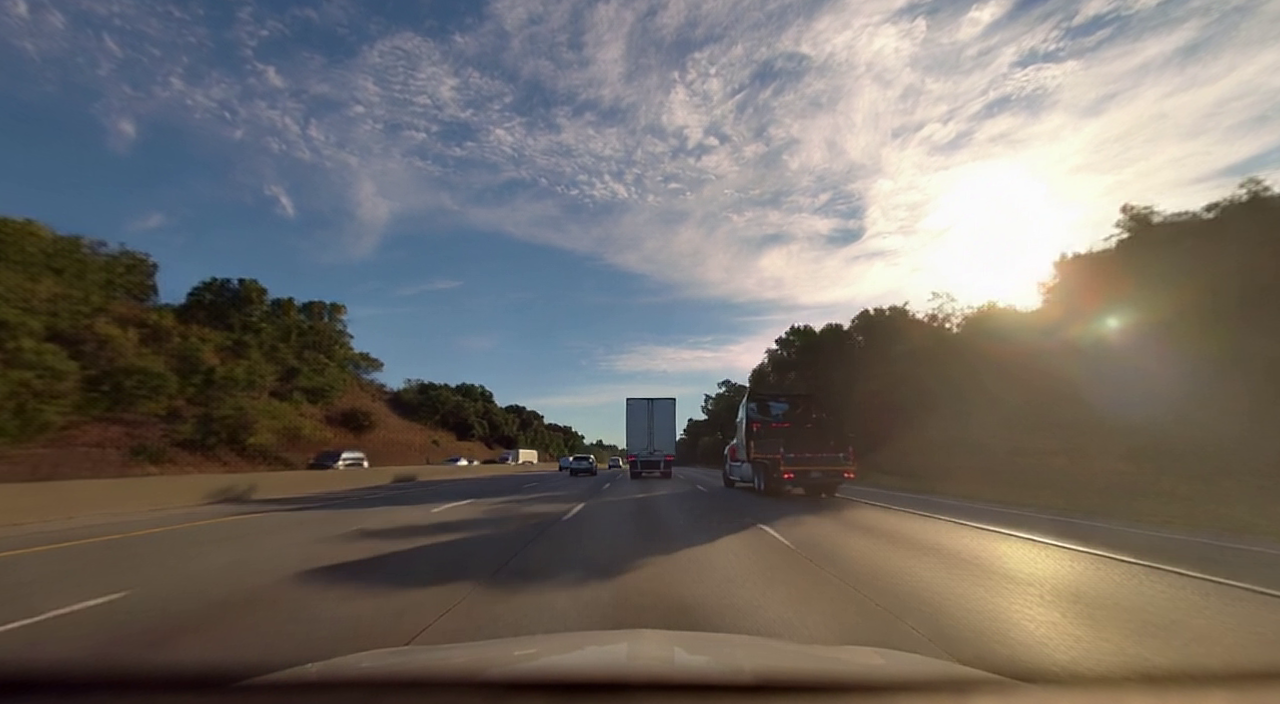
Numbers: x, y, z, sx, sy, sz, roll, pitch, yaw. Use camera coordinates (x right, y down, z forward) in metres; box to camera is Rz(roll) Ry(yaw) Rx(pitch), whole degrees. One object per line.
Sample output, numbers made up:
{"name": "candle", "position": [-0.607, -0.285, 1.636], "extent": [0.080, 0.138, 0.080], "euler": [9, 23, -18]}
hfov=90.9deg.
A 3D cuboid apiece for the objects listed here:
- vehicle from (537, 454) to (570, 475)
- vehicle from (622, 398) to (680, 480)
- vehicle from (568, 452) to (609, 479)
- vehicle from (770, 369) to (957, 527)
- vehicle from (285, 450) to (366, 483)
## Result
{"name": "vehicle", "position": [-6.753, 8.819, 49.588], "extent": [1.926, 1.482, 3.959], "euler": [0, -9, 1]}
{"name": "vehicle", "position": [0.531, 5.289, 37.501], "extent": [2.875, 4.056, 12.312], "euler": [0, -9, 0]}
{"name": "vehicle", "position": [-3.072, 6.873, 38.433], "extent": [2.061, 1.555, 3.900], "euler": [0, -9, 1]}
{"name": "vehicle", "position": [4.545, 2.065, 13.683], "extent": [2.565, 2.902, 3.798], "euler": [0, -9, 0]}
{"name": "vehicle", "position": [-18.414, 6.682, 37.200], "extent": [2.150, 1.800, 4.867], "euler": [0, -9, 2]}
